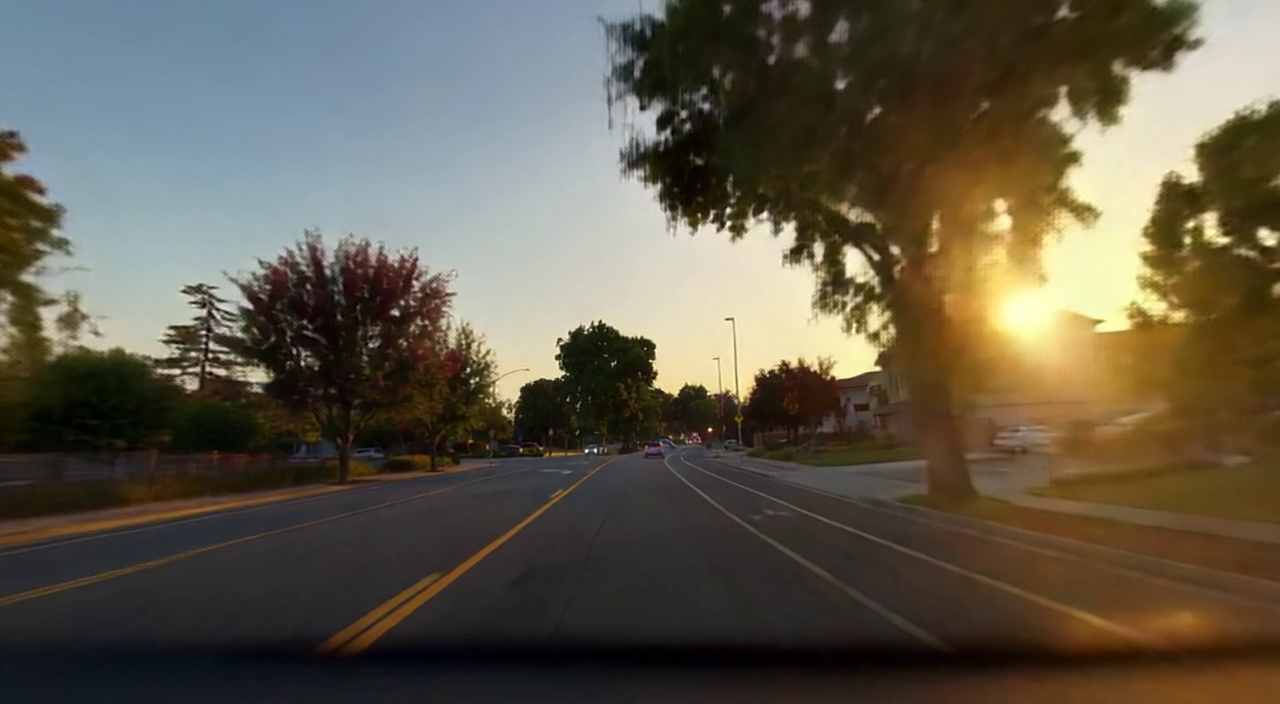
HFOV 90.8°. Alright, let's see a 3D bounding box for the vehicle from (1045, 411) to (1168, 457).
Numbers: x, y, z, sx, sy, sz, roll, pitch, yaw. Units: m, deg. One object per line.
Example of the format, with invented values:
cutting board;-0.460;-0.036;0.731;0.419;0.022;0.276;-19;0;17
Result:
vehicle;19.808;3.572;27.109;1.924;1.703;4.254;-3;-9;0
